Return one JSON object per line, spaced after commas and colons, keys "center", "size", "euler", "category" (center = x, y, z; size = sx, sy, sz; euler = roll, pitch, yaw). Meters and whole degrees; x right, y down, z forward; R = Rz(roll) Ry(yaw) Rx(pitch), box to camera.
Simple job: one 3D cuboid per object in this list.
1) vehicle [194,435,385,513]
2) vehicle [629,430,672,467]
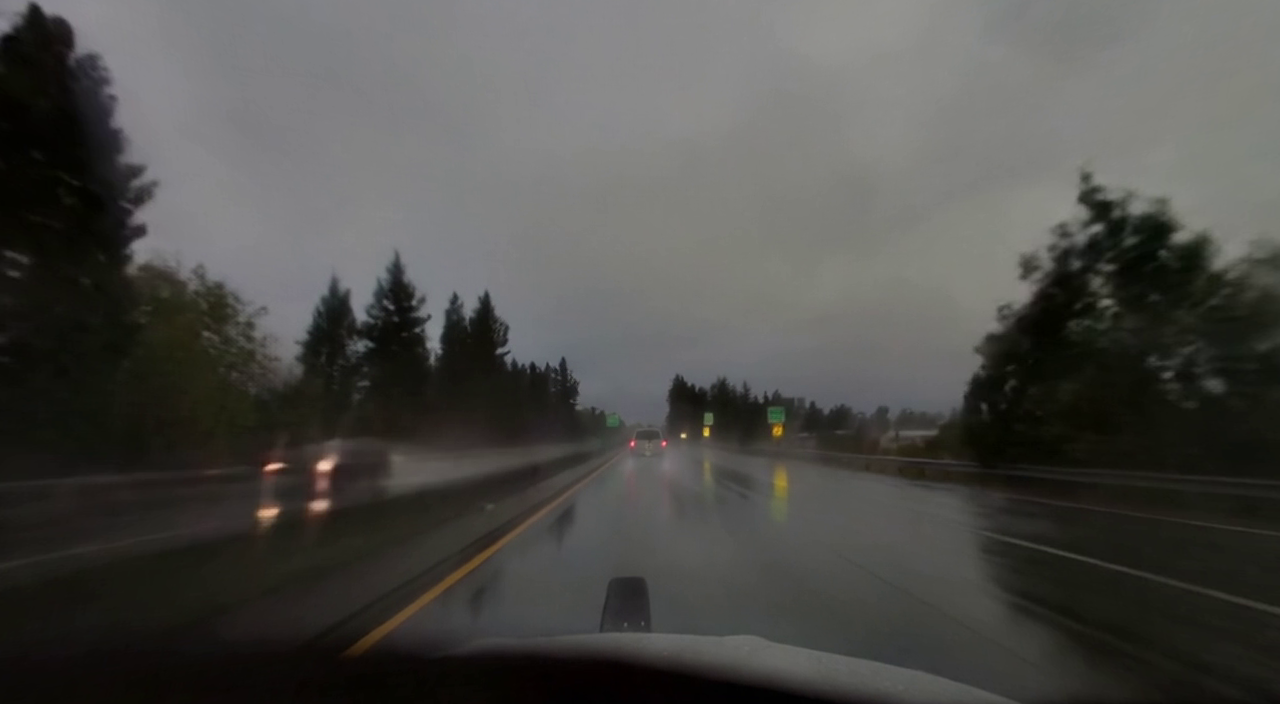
{"center": [-7.815, 2.721, 14.631], "size": [1.899, 1.513, 4.382], "euler": [0, -8, 0], "category": "vehicle"}
{"center": [0.605, 5.478, 35.968], "size": [2.301, 1.944, 4.554], "euler": [0, -8, 1], "category": "vehicle"}
